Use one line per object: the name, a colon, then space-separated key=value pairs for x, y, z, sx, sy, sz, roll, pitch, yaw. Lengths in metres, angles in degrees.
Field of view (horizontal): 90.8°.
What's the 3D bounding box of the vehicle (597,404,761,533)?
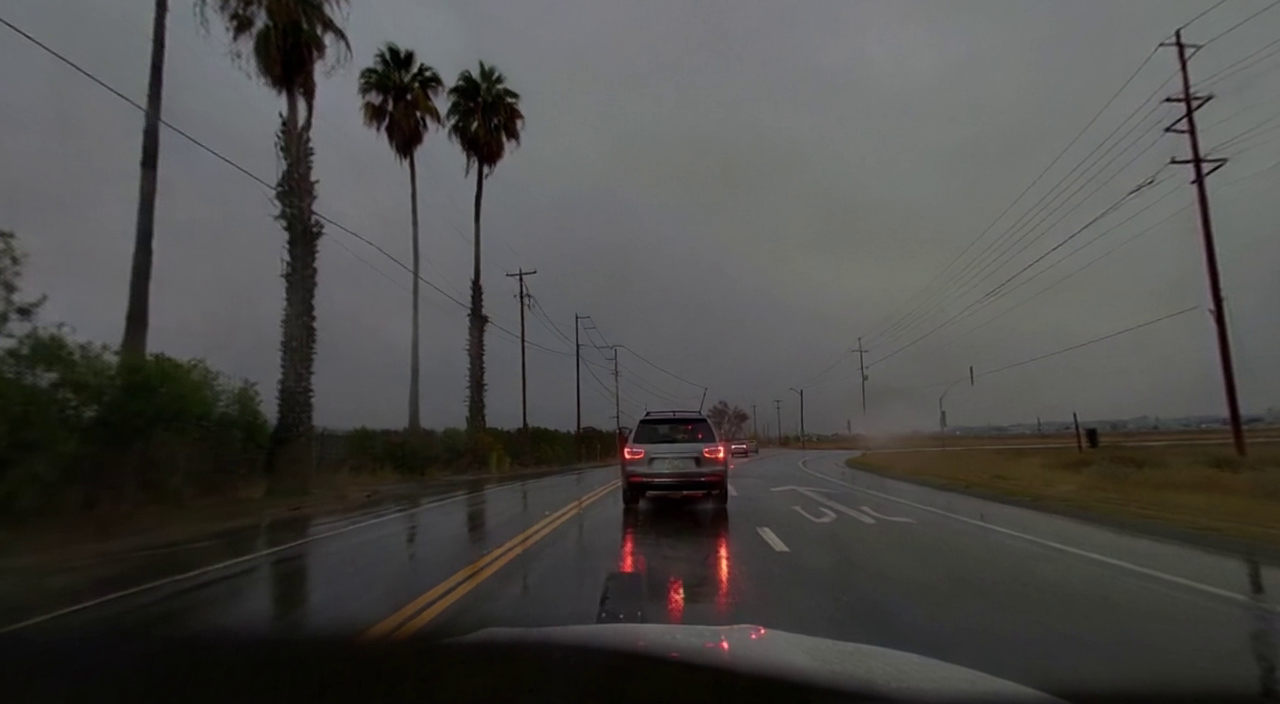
vehicle: x=0.605 y=2.027 z=11.499 sx=2.364 sy=1.859 sz=4.538 roll=0 pitch=-9 yaw=1
